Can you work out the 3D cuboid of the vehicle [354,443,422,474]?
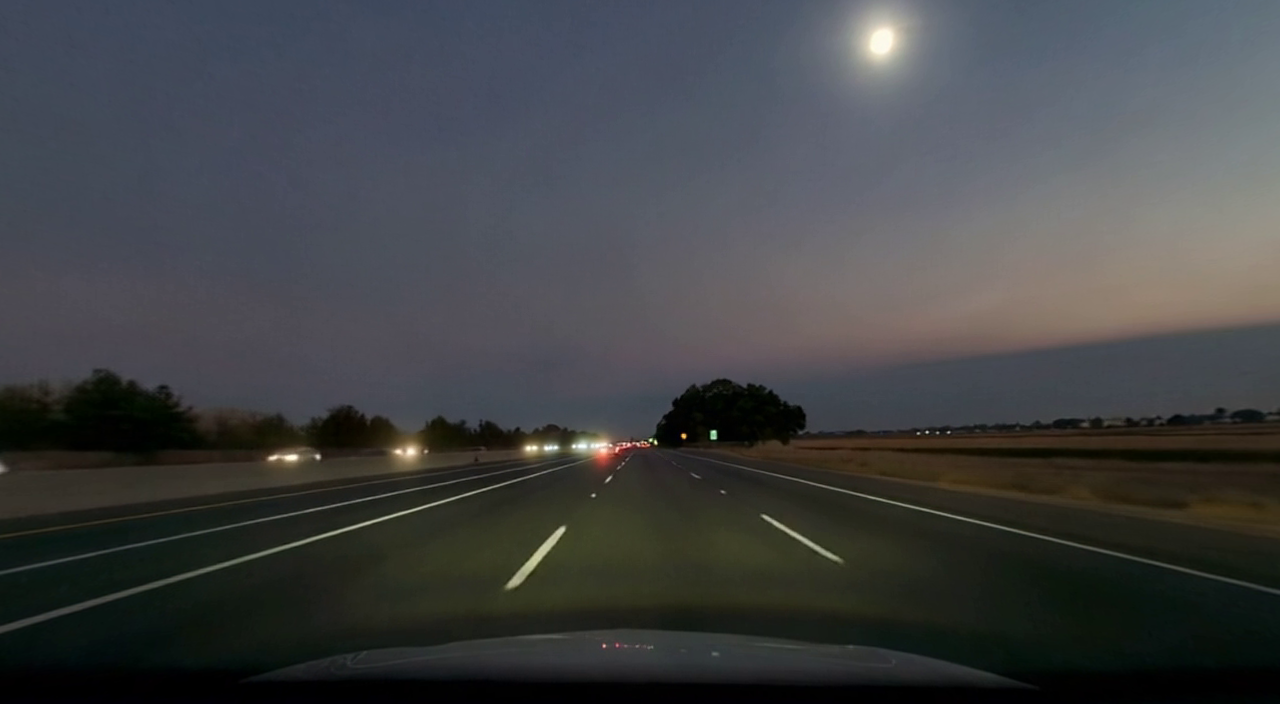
[{"bbox_3d":[-16.296,6.896,41.066,2.103,1.793,5.213,-3,-8,2],"label":"vehicle"}]
